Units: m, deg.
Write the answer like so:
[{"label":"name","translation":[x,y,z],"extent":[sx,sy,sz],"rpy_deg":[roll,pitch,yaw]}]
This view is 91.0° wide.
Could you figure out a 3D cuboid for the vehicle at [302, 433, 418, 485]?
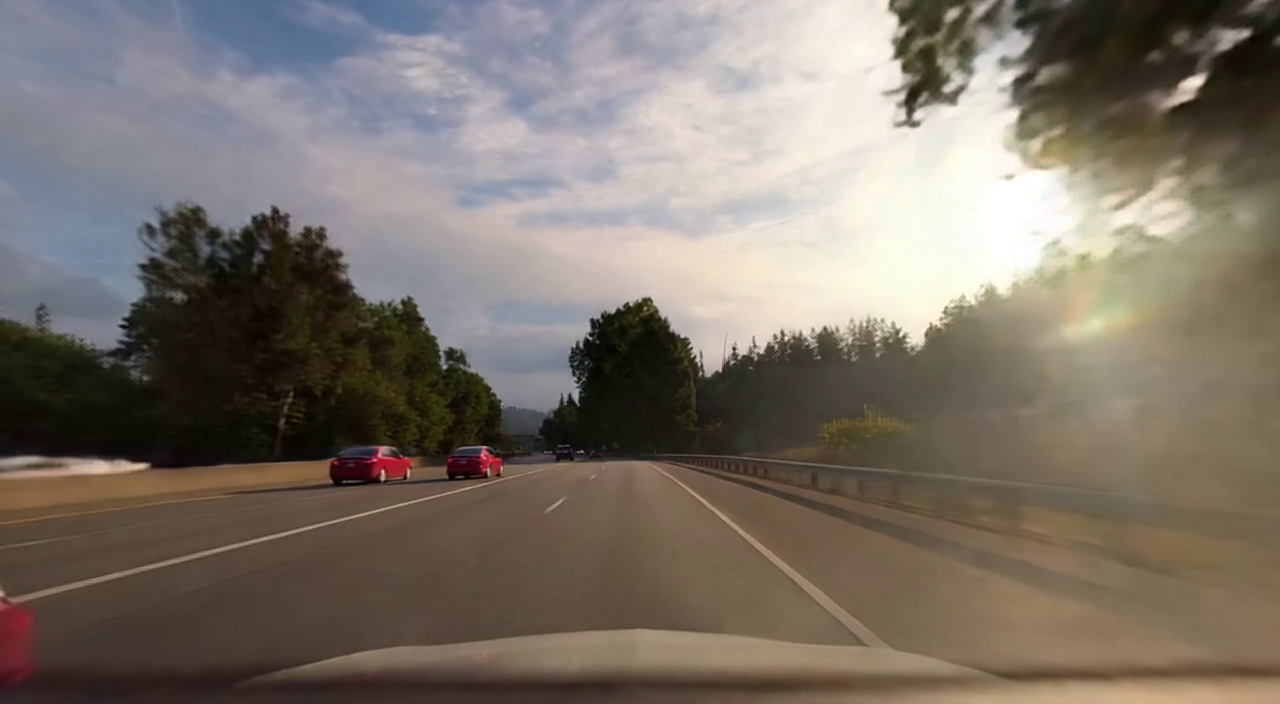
[{"label":"vehicle","translation":[-11.716,4.520,26.936],"extent":[2.425,1.926,5.584],"rpy_deg":[0,-9,0]}]

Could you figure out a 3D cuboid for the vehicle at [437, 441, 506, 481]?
[{"label":"vehicle","translation":[-7.702,5.000,29.198],"extent":[2.060,1.680,4.255],"rpy_deg":[0,-9,-1]}]
